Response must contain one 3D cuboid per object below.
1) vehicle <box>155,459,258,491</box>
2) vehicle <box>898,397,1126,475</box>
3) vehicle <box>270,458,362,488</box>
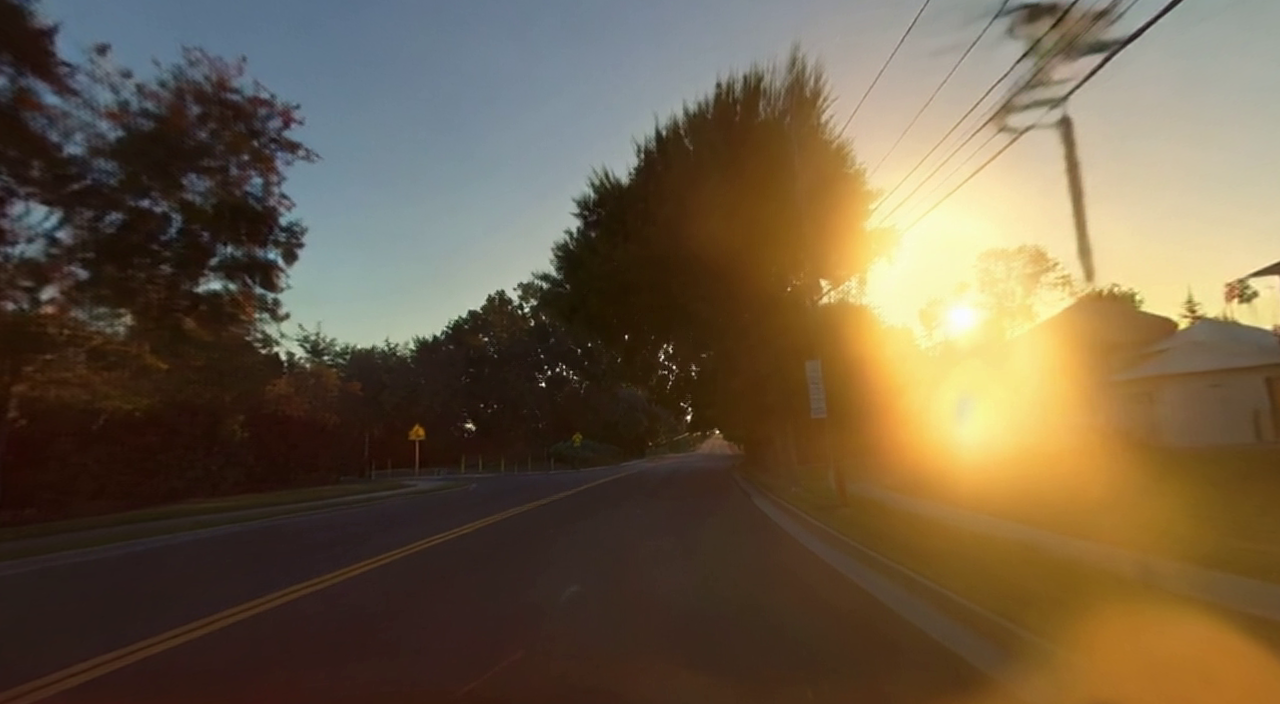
[{"bbox_3d":[-25.159,7.152,36.666,4.751,1.489,2.052,-5,-9,8],"label":"vehicle"},{"bbox_3d":[11.642,2.752,20.218,5.704,1.788,2.095,-7,-10,9],"label":"vehicle"},{"bbox_3d":[-18.374,6.853,35.838,4.270,1.481,1.972,-4,-9,10],"label":"vehicle"}]
